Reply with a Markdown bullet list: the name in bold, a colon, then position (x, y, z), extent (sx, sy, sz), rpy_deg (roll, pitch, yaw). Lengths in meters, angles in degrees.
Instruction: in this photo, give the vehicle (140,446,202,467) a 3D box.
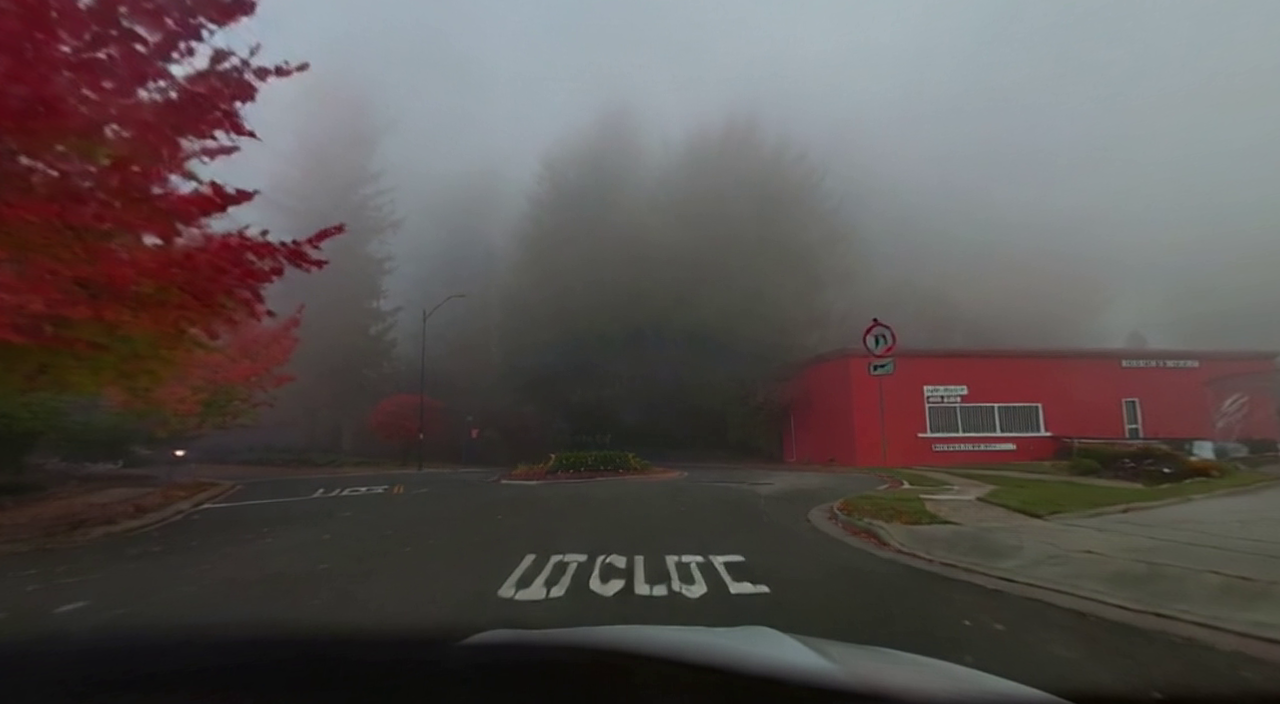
- **vehicle**: position (-34.929, 7.810, 47.012), extent (3.362, 1.404, 1.588), rpy_deg (-2, -8, 0)
